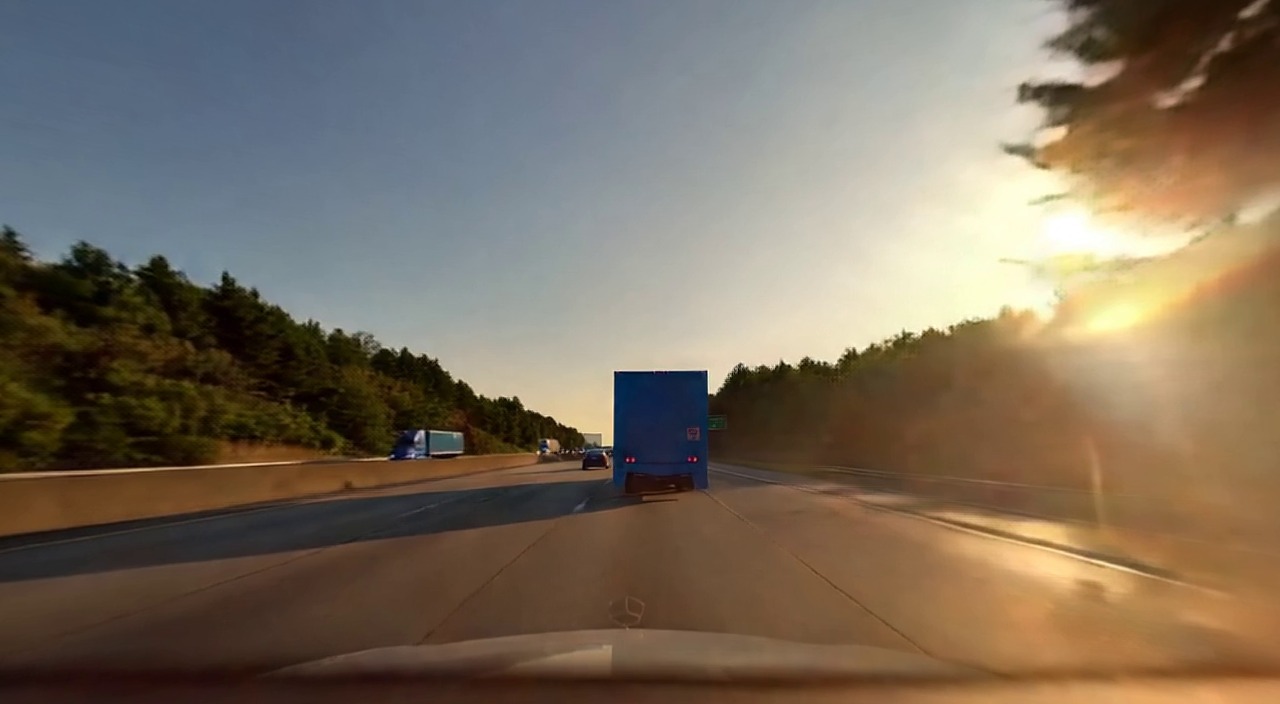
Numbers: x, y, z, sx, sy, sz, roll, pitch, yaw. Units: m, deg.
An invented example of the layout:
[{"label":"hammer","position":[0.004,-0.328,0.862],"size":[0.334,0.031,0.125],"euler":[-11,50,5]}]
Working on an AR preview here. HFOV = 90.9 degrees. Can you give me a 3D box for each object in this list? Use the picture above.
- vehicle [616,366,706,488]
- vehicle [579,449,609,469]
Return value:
[{"label":"vehicle","position":[0.626,3.209,25.668],"size":[2.898,3.973,10.063],"euler":[0,-9,-1]},{"label":"vehicle","position":[-3.525,8.249,48.835],"size":[1.985,1.482,3.923],"euler":[0,-9,0]}]
